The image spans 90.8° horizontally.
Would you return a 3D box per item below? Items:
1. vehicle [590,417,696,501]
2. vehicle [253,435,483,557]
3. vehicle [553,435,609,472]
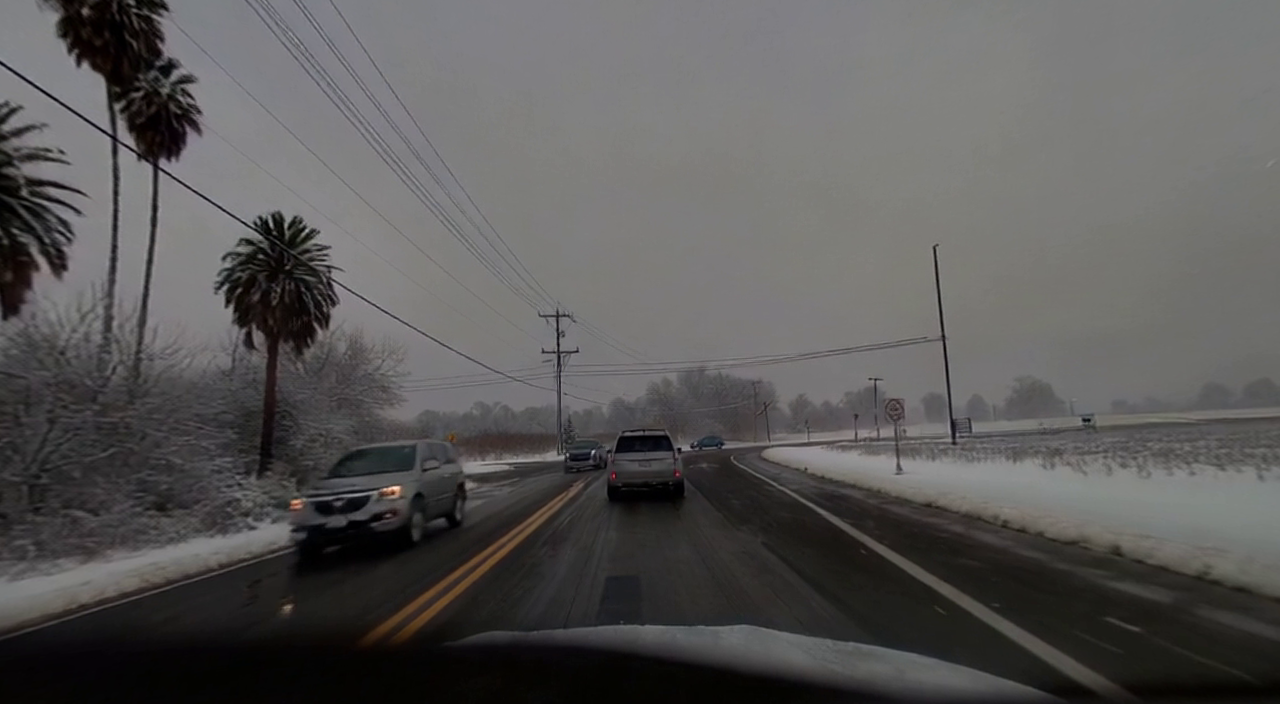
[{"bbox_3d":[0.031,2.726,16.365,2.364,1.859,4.538,0,-9,-1],"label":"vehicle"},{"bbox_3d":[-4.124,2.223,10.407,2.079,1.606,3.775,0,-9,0],"label":"vehicle"},{"bbox_3d":[-3.255,5.796,36.197,2.237,1.878,5.739,-1,-9,5],"label":"vehicle"}]
